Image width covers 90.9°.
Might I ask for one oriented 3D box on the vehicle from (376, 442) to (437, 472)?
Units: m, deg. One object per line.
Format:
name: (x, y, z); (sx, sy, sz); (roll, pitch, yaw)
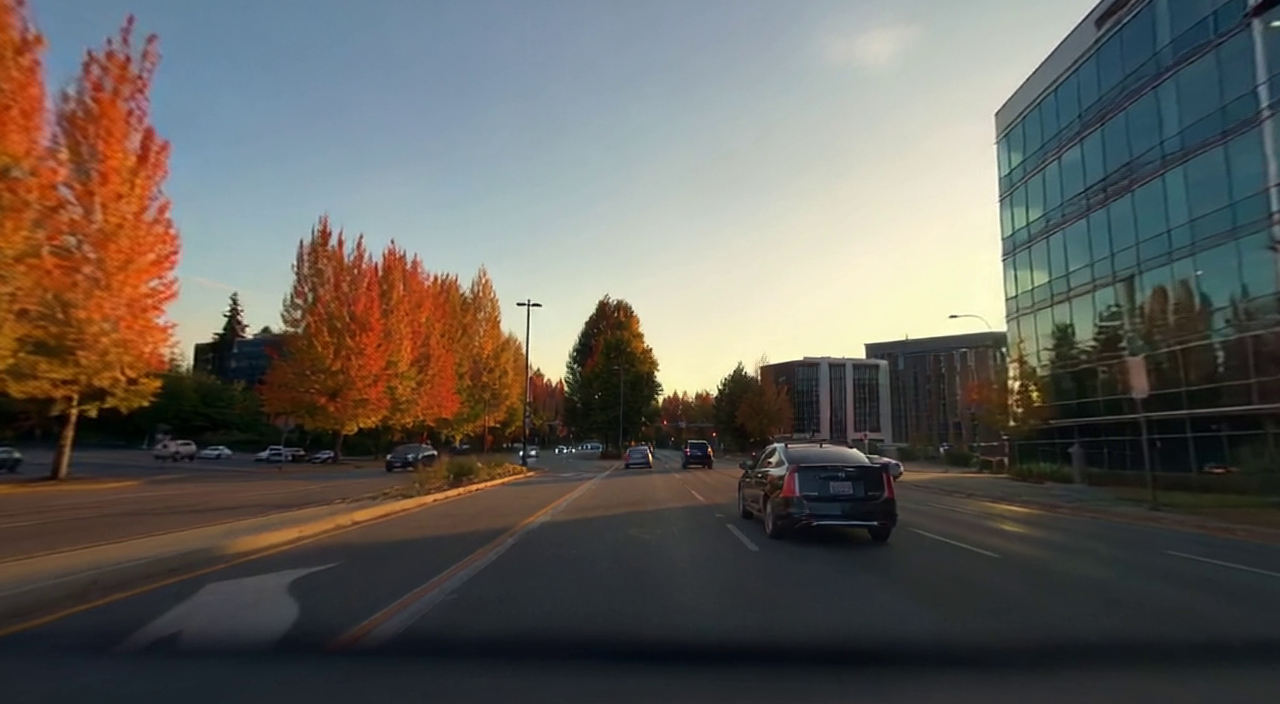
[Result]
vehicle: (-14.662, 6.602, 39.859); (2.064, 1.697, 4.381); (-1, -8, 1)

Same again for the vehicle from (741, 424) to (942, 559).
vehicle: (2.839, 2.030, 9.912); (1.901, 1.634, 3.896); (1, -8, 0)

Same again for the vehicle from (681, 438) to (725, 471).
vehicle: (3.791, 6.217, 38.535); (2.154, 1.844, 4.634); (2, -8, -1)

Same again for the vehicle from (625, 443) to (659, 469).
vehicle: (0.097, 6.422, 39.082); (1.991, 1.477, 3.814); (-1, -8, 0)
